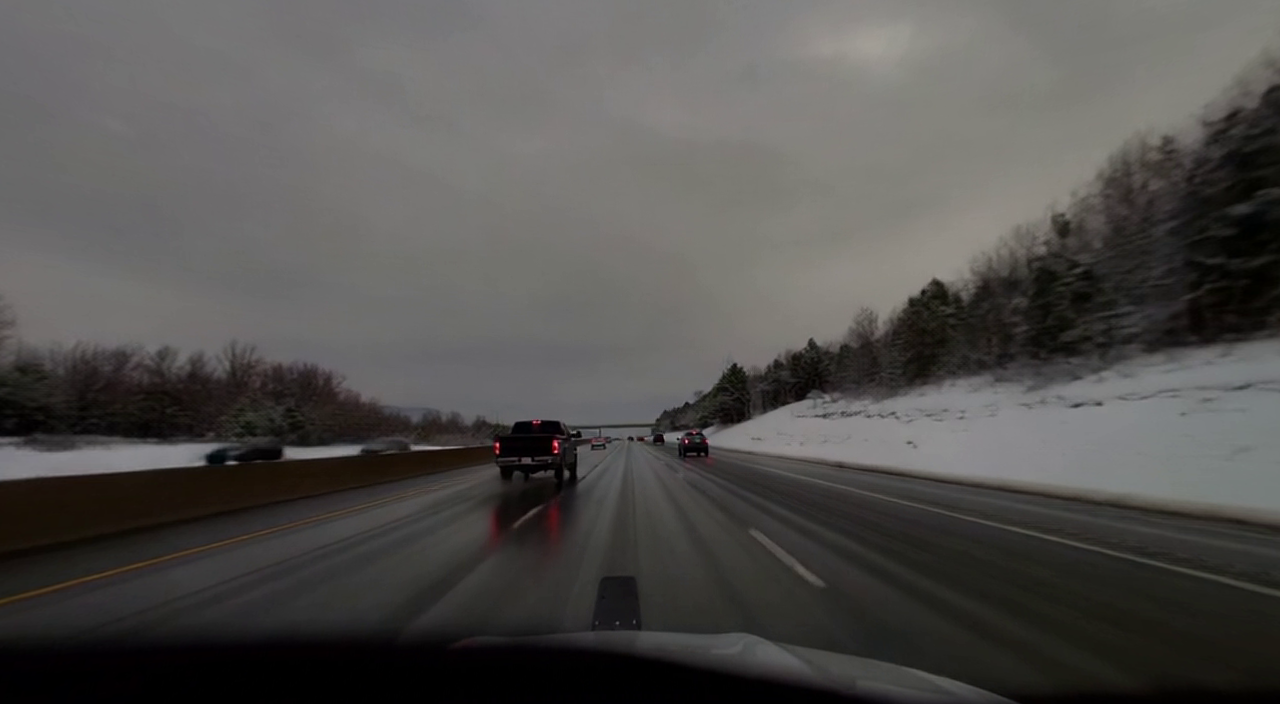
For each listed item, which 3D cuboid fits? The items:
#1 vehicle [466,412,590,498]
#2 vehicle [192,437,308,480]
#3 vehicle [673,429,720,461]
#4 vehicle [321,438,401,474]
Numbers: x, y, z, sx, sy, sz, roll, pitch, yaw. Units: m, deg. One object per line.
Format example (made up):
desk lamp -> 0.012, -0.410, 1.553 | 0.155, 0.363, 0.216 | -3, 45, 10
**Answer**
vehicle -> -2.555, 2.495, 15.661 | 2.185, 1.772, 4.656 | -1, -8, 0
vehicle -> -15.815, 4.308, 25.859 | 1.939, 1.553, 4.619 | 0, -8, -2
vehicle -> 3.164, 5.323, 36.078 | 2.124, 1.696, 4.173 | 0, -8, -2
vehicle -> -12.422, 4.609, 28.313 | 1.832, 1.464, 4.110 | 0, -8, -2
